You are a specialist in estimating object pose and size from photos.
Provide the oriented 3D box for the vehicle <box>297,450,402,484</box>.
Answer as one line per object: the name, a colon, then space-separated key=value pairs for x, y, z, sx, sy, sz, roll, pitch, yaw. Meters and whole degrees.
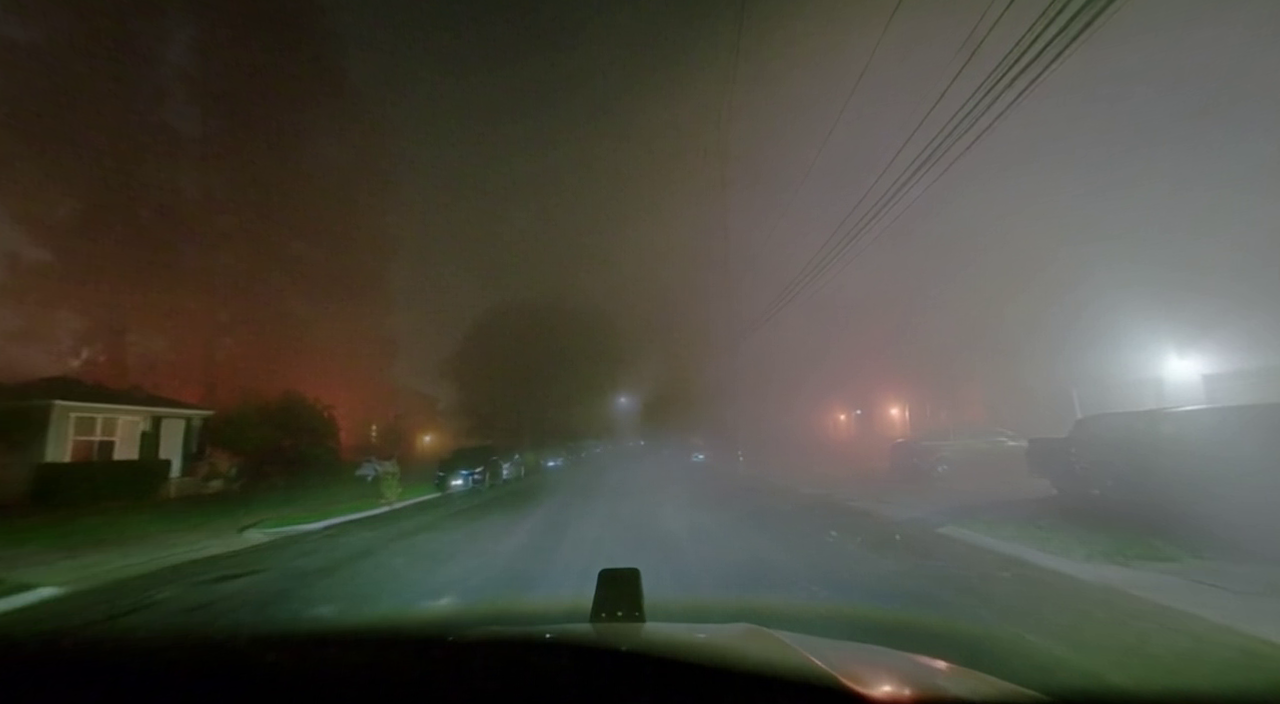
vehicle: x=-16.083 y=6.390 z=35.174 sx=4.706 sy=1.681 sz=2.389 roll=-2 pitch=-8 yaw=5

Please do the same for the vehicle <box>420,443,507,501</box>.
vehicle: x=-6.206 y=4.206 z=22.655 sx=2.035 sy=1.736 sz=3.955 roll=-3 pitch=-8 yaw=-1

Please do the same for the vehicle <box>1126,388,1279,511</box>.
vehicle: x=11.116 y=1.535 z=10.125 sx=4.782 sy=1.748 sz=2.106 roll=-1 pitch=-9 yaw=2

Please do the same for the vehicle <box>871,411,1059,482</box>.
vehicle: x=9.850 y=2.859 z=19.408 sx=4.559 sy=1.843 sz=2.081 roll=-2 pitch=-7 yaw=-4

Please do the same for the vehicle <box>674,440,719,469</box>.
vehicle: x=3.442 y=6.312 z=39.296 sx=2.247 sy=1.618 sz=4.655 roll=1 pitch=-8 yaw=-1

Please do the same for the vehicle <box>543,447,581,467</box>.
vehicle: x=-6.043 y=8.206 z=49.281 sx=2.199 sy=1.439 sz=4.757 roll=0 pitch=-9 yaw=2
